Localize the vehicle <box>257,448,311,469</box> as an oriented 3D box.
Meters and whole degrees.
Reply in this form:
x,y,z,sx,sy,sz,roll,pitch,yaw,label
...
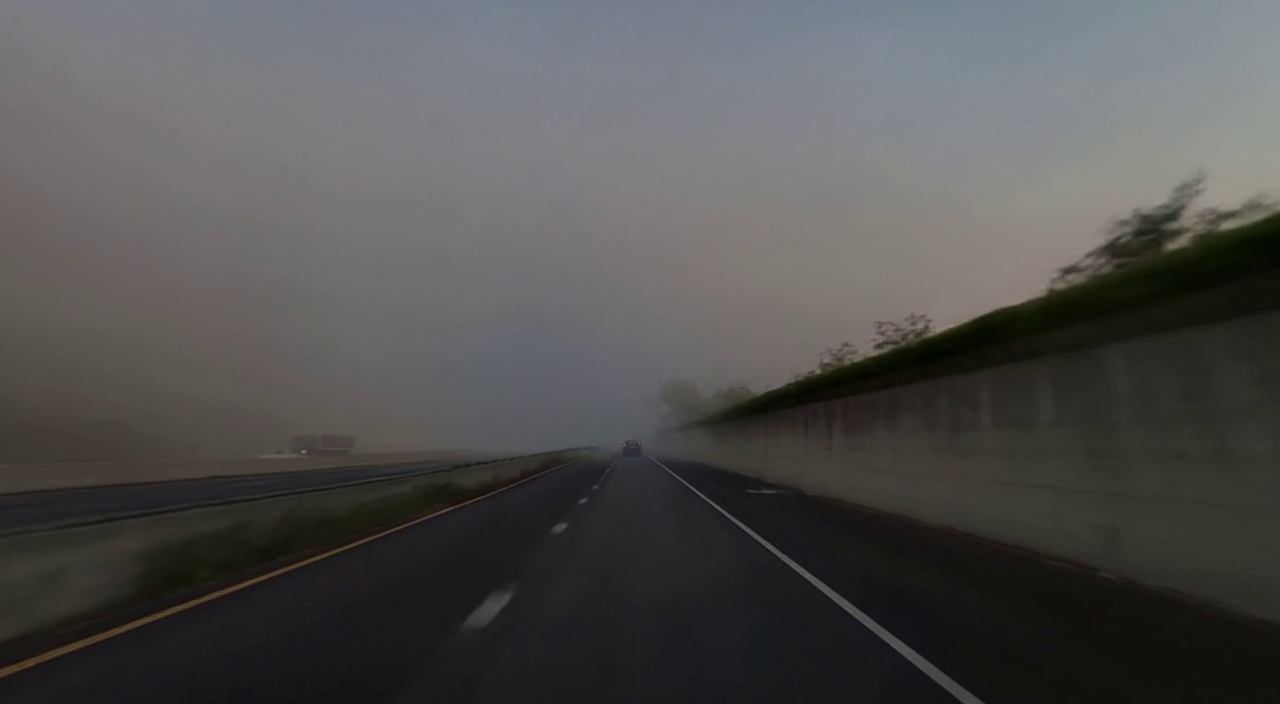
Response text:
x,y,z,sx,sy,sz,roll,pitch,yaw,label
-26.585,7.938,47.113,1.812,1.467,4.539,0,-8,-6,vehicle
